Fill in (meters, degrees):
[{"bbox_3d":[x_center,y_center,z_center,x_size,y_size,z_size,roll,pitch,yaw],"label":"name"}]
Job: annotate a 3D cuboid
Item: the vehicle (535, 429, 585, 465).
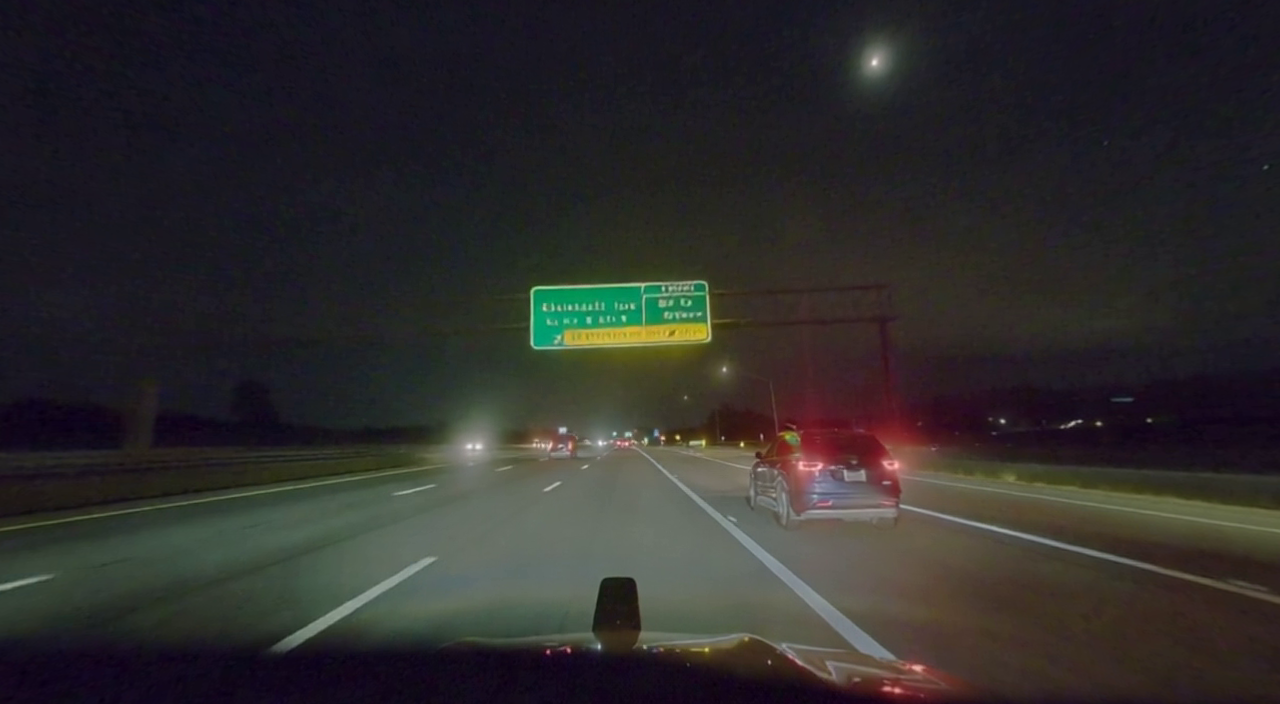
[{"bbox_3d":[-4.686,5.656,37.731,2.281,1.957,5.713,0,-8,-1],"label":"vehicle"}]
